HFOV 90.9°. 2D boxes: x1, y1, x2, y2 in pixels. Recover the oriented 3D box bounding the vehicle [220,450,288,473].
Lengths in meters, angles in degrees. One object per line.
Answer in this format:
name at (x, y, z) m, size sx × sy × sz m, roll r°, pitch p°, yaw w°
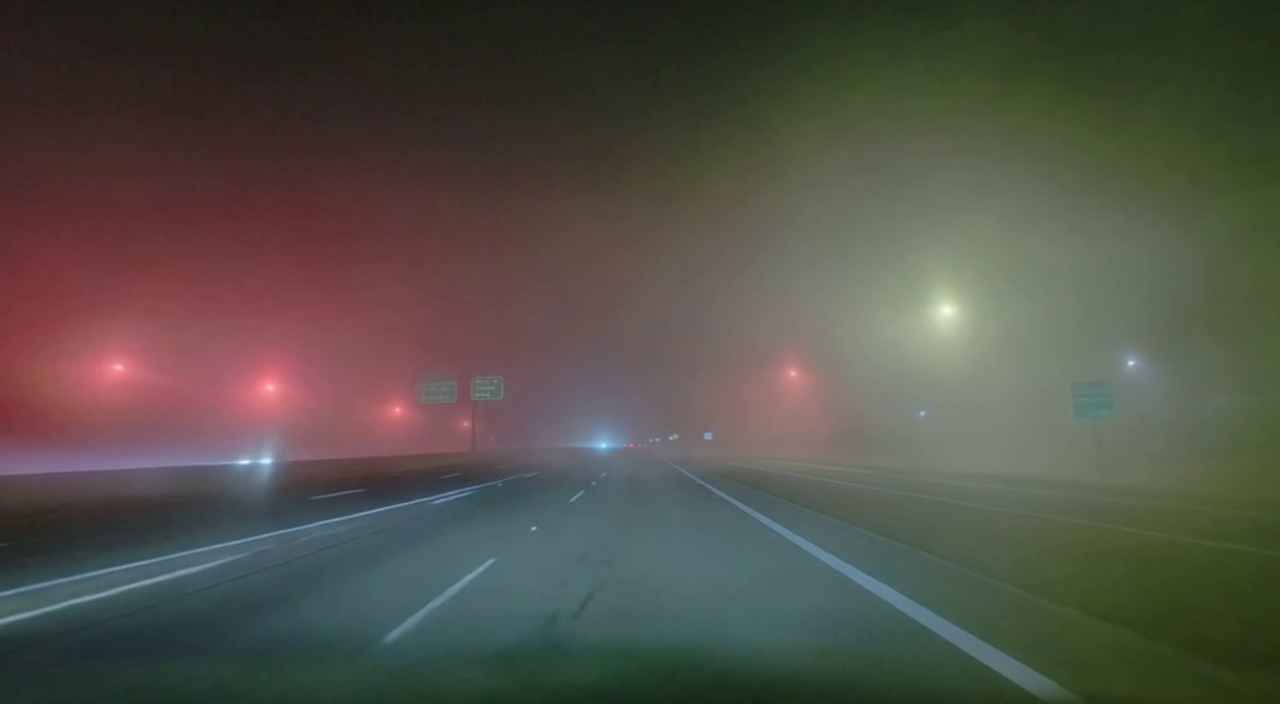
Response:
vehicle at (-27.137, 7.673, 44.501) m, size 1.863 × 1.509 × 4.466 m, roll -1°, pitch -9°, yaw 2°
